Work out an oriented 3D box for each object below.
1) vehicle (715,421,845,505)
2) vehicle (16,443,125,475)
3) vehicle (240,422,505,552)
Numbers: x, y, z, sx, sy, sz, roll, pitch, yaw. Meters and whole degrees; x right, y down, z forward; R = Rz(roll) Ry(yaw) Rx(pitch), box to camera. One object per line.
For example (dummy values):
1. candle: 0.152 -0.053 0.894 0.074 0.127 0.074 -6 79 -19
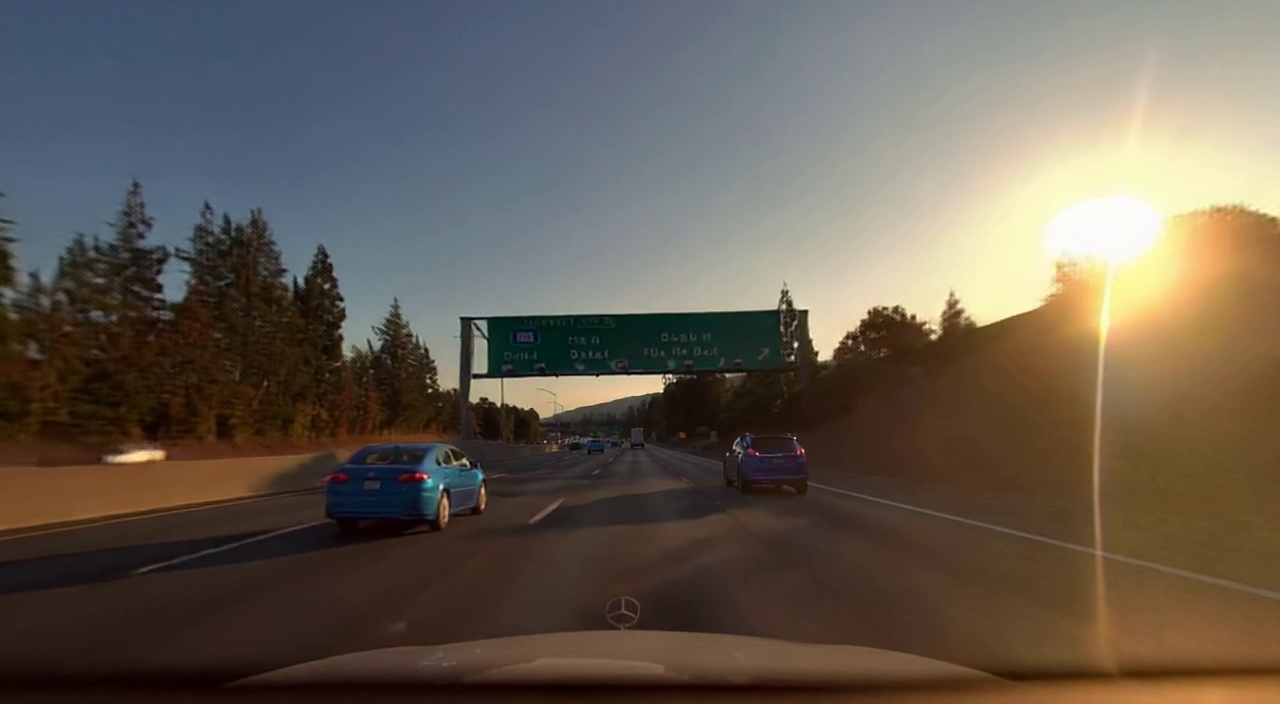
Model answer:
1. vehicle: 3.139 2.598 15.152 2.053 1.714 4.097 0 -9 -1
2. vehicle: -32.894 6.202 36.730 1.946 1.720 4.746 0 -9 -1
3. vehicle: -3.808 2.030 10.263 2.118 1.573 4.940 0 -9 0
